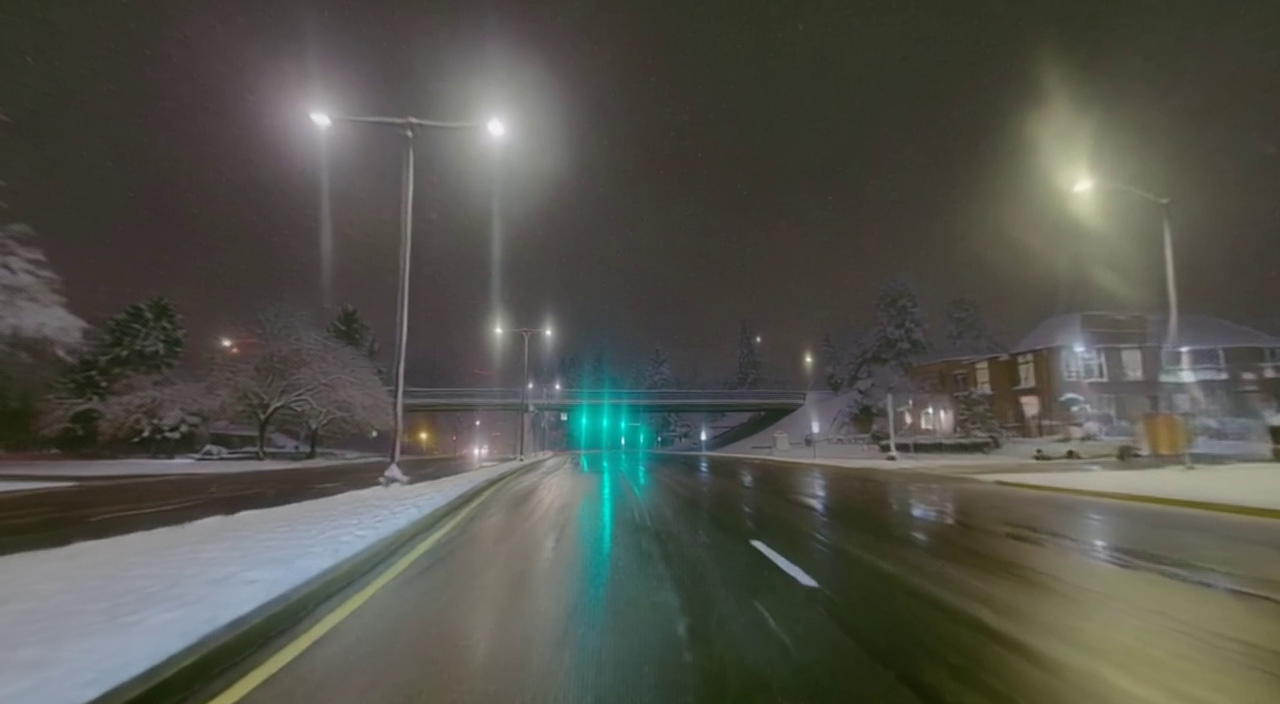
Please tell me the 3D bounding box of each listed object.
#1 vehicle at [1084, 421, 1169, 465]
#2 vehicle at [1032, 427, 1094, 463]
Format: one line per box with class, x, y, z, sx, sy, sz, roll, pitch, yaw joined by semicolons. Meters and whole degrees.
vehicle;24.086;4.537;31.532;2.177;1.983;5.217;-3;-9;25
vehicle;22.120;4.884;33.197;1.969;1.732;4.610;-3;-9;25
